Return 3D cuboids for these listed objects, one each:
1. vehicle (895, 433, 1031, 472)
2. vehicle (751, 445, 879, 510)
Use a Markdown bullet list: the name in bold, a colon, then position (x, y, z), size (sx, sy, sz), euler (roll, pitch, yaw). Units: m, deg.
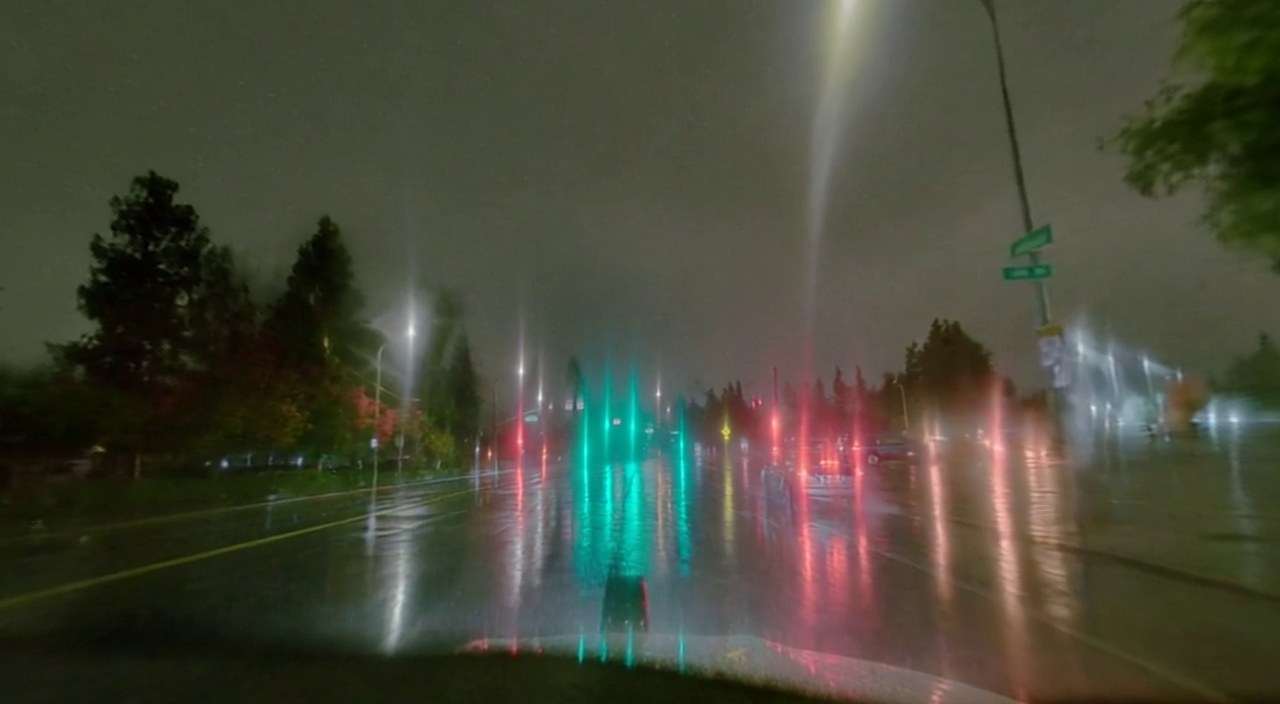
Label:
- **vehicle**: position (12.439, 3.901, 24.483), size (4.227, 1.451, 1.874), euler (0, -9, 2)
- **vehicle**: position (4.363, 3.201, 16.583), size (2.006, 1.448, 4.671), euler (0, -9, 0)
